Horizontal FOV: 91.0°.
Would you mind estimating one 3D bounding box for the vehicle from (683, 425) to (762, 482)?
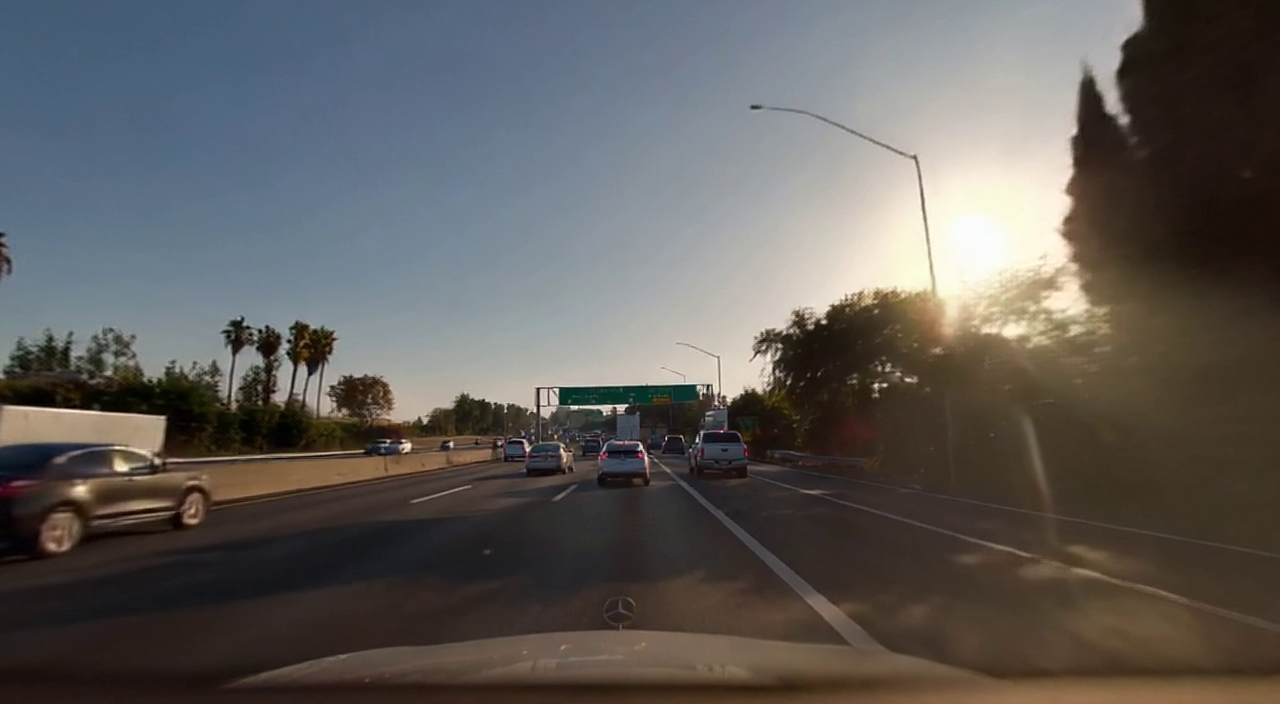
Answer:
[{"bbox_3d":[2.930,3.723,23.345,2.173,1.870,4.499,0,-8,-2],"label":"vehicle"}]

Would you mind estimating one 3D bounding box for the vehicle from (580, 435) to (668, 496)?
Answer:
[{"bbox_3d":[-0.391,3.055,17.341,2.136,1.470,3.971,0,-8,0],"label":"vehicle"}]

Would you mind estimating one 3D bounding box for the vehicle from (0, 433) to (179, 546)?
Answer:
[{"bbox_3d":[-9.465,1.931,9.076,2.015,1.469,4.938,0,-8,-2],"label":"vehicle"}]

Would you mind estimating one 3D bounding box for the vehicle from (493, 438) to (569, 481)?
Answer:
[{"bbox_3d":[-3.938,3.963,23.494,1.998,1.423,4.436,0,-8,0],"label":"vehicle"}]
